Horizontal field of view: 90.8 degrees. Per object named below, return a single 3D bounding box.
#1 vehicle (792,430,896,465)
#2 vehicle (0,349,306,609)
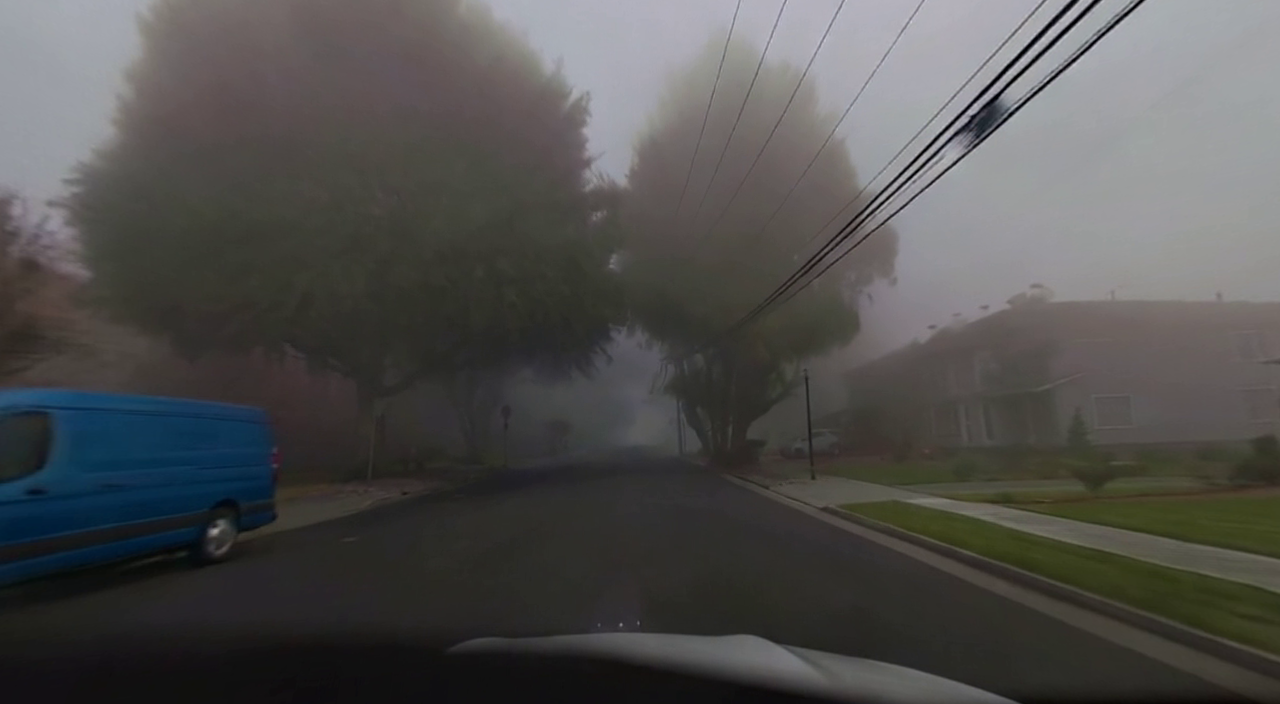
[{"bbox_3d":[10.873,5.139,33.914,4.902,1.794,1.975,-1,-8,3],"label":"vehicle"},{"bbox_3d":[-5.812,1.159,6.002,2.263,1.915,5.071,-2,-9,3],"label":"vehicle"}]
